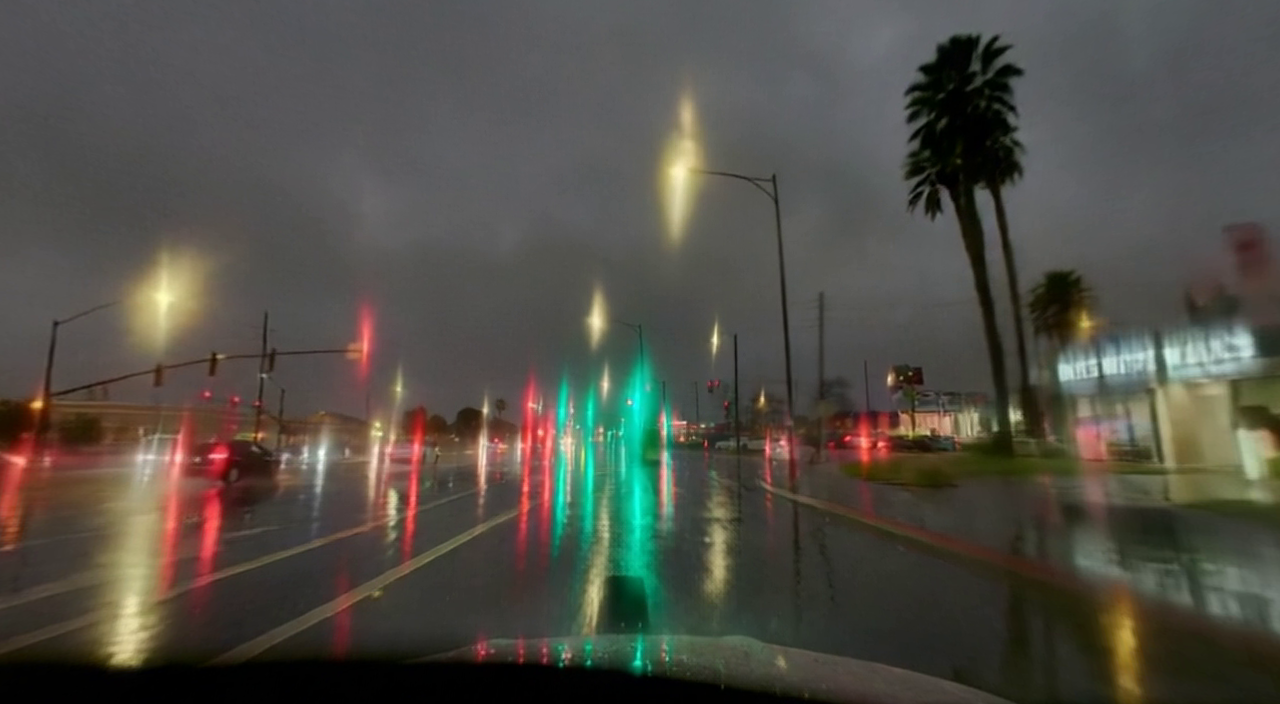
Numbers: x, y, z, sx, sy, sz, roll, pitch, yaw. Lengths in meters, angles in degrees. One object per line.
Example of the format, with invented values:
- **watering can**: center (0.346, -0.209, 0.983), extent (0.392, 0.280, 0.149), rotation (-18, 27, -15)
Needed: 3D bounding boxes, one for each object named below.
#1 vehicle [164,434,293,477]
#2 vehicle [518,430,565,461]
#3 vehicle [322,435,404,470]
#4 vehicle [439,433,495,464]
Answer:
- **vehicle**: center (-15.611, 3.944, 24.167), extent (1.916, 1.481, 4.430), rotation (0, -9, 0)
- **vehicle**: center (-5.931, 5.717, 38.387), extent (2.114, 1.784, 4.450), rotation (0, -9, 0)
- **vehicle**: center (-12.753, 4.650, 29.183), extent (1.900, 1.462, 4.225), rotation (0, -8, -1)
- **vehicle**: center (-9.484, 5.345, 34.743), extent (1.977, 1.584, 3.983), rotation (0, -9, 0)
